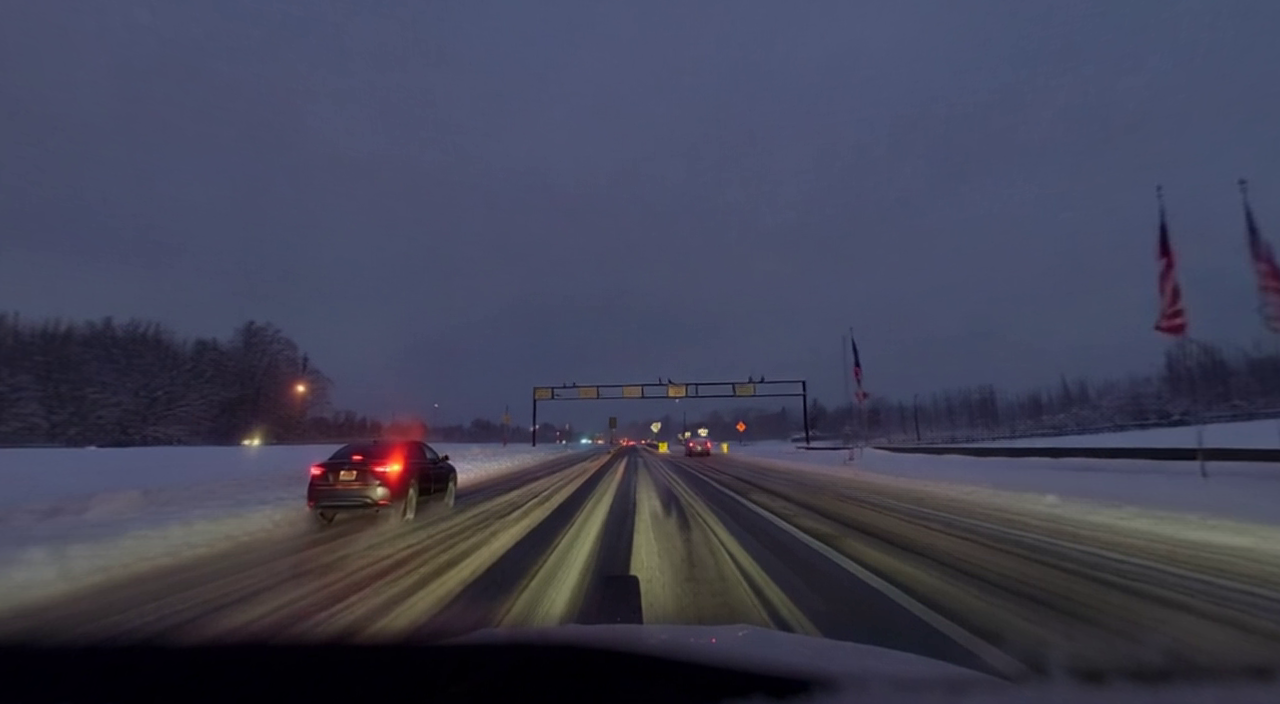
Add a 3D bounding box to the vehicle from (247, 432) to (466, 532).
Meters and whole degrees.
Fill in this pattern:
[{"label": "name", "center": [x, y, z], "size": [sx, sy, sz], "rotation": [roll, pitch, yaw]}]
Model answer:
[{"label": "vehicle", "center": [-4.821, 2.251, 11.597], "size": [1.981, 1.465, 4.334], "rotation": [0, -8, 0]}]
